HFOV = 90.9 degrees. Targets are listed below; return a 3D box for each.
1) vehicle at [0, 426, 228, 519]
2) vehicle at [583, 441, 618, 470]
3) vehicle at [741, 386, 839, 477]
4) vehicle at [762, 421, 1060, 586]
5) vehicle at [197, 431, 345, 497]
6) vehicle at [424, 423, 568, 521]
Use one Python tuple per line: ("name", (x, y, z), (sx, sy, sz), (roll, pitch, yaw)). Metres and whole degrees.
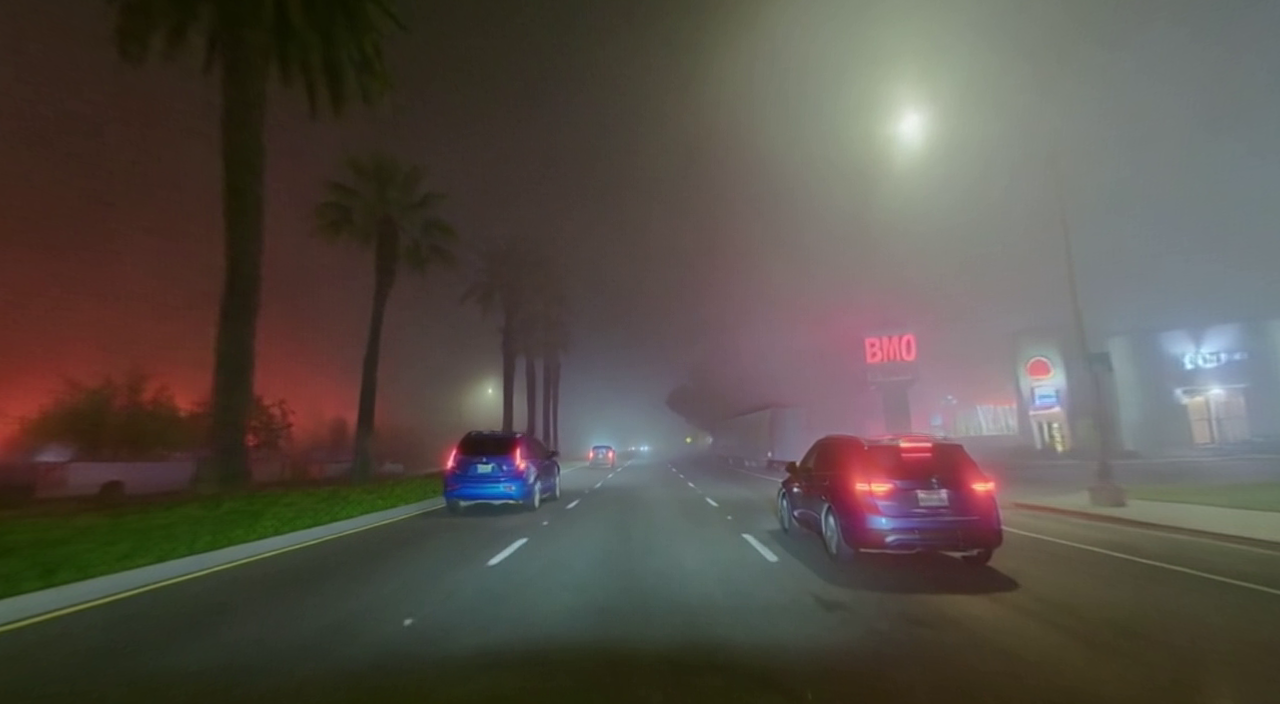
("vehicle", (-21.653, 4.885, 26.479), (2.989, 3.225, 8.285), (0, -9, 1))
("vehicle", (-2.495, 6.703, 40.892), (1.998, 1.743, 4.402), (0, -8, 0))
("vehicle", (7.225, 4.076, 31.805), (2.902, 3.992, 8.073), (0, -8, 0))
("vehicle", (2.944, 1.729, 8.028), (1.946, 1.513, 4.133), (0, -8, 0))
("vehicle", (-21.411, 6.538, 37.508), (3.030, 3.354, 9.135), (-1, -9, 2))
("vehicle", (-2.950, 2.578, 14.053), (2.058, 1.804, 4.391), (-1, -8, 1))
